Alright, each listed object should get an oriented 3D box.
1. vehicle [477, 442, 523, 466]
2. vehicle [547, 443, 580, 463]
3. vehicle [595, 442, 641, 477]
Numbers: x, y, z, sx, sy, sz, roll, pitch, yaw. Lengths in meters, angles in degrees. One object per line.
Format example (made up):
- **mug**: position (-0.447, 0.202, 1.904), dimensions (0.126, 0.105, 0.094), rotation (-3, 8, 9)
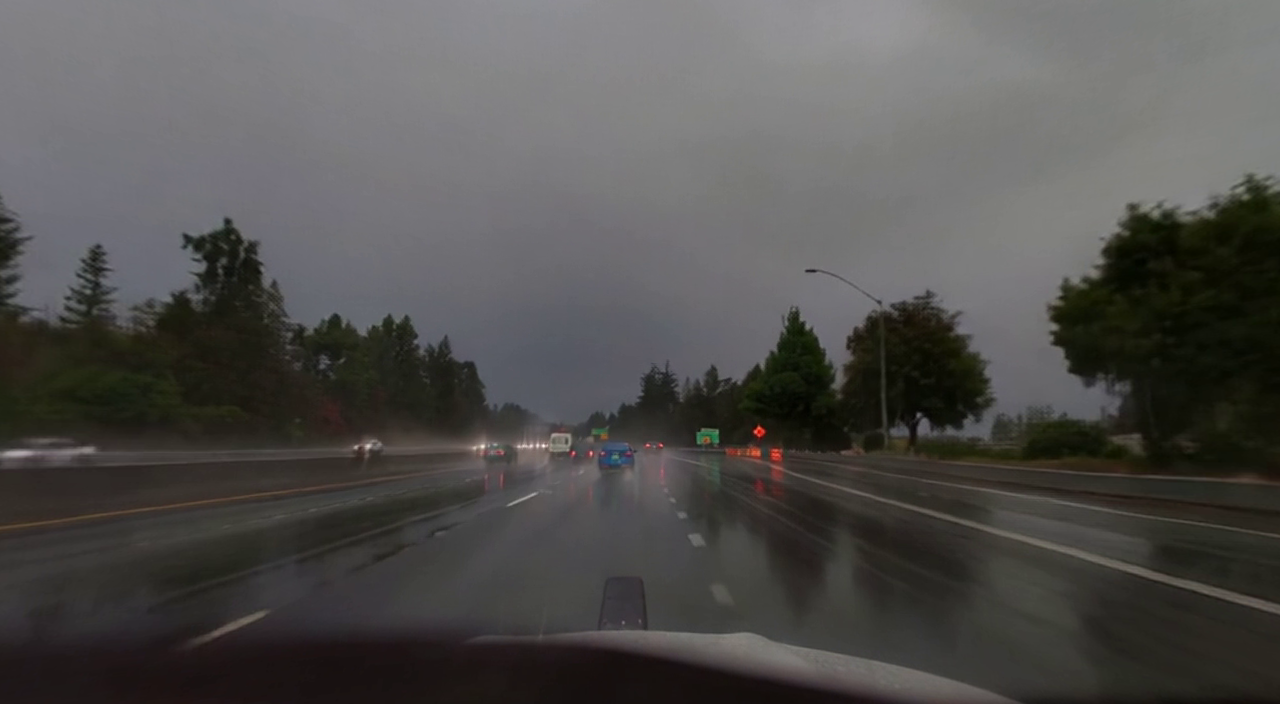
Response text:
- **vehicle**: position (-8.942, 6.515, 40.364), dimensions (1.946, 1.472, 4.472), rotation (0, -8, -1)
- **vehicle**: position (-5.651, 7.459, 46.599), dimensions (1.951, 1.439, 4.633), rotation (0, -8, -1)
- **vehicle**: position (-0.924, 4.878, 28.952), dimensions (1.963, 1.462, 4.681), rotation (0, -8, 0)
